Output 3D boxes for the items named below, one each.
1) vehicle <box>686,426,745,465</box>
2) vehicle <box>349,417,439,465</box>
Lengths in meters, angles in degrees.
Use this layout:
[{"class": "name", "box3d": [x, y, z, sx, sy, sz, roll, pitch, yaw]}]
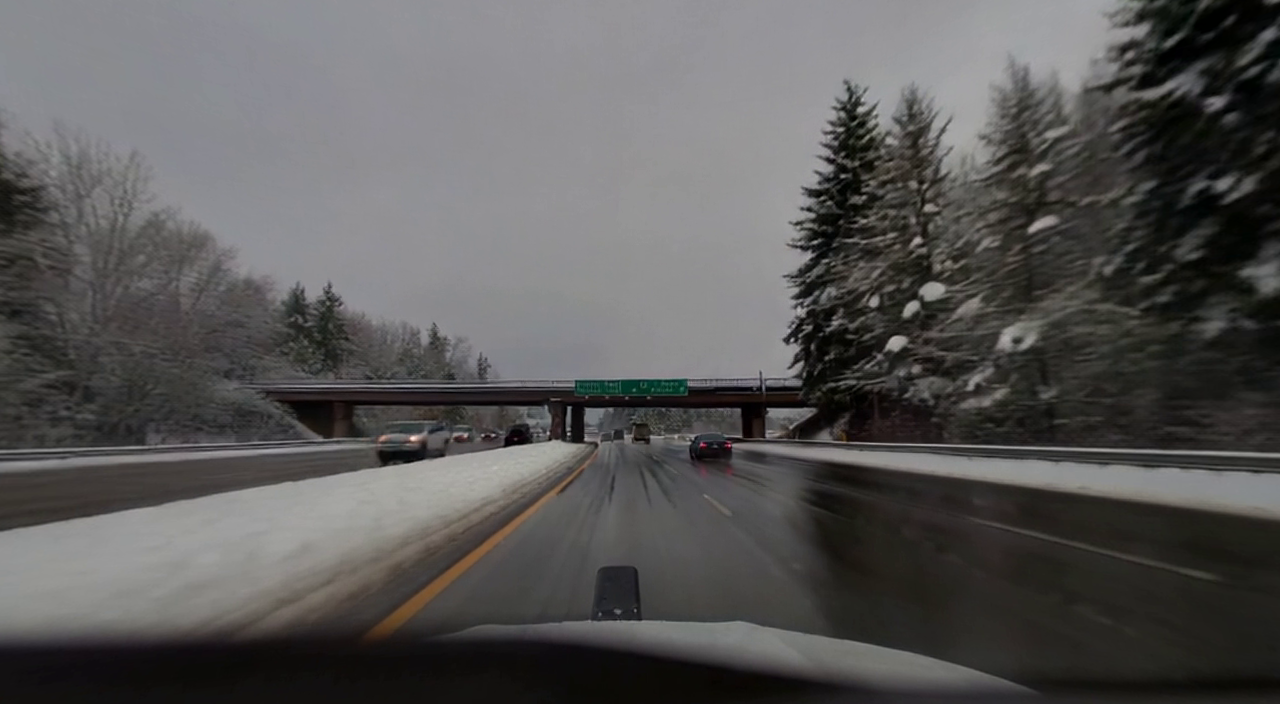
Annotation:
[{"class": "vehicle", "box3d": [3.219, 4.065, 27.607, 1.938, 1.578, 3.764, 0, -7, -3]}, {"class": "vehicle", "box3d": [-9.738, 3.566, 25.356, 1.987, 1.748, 4.328, 0, -7, -2]}]
